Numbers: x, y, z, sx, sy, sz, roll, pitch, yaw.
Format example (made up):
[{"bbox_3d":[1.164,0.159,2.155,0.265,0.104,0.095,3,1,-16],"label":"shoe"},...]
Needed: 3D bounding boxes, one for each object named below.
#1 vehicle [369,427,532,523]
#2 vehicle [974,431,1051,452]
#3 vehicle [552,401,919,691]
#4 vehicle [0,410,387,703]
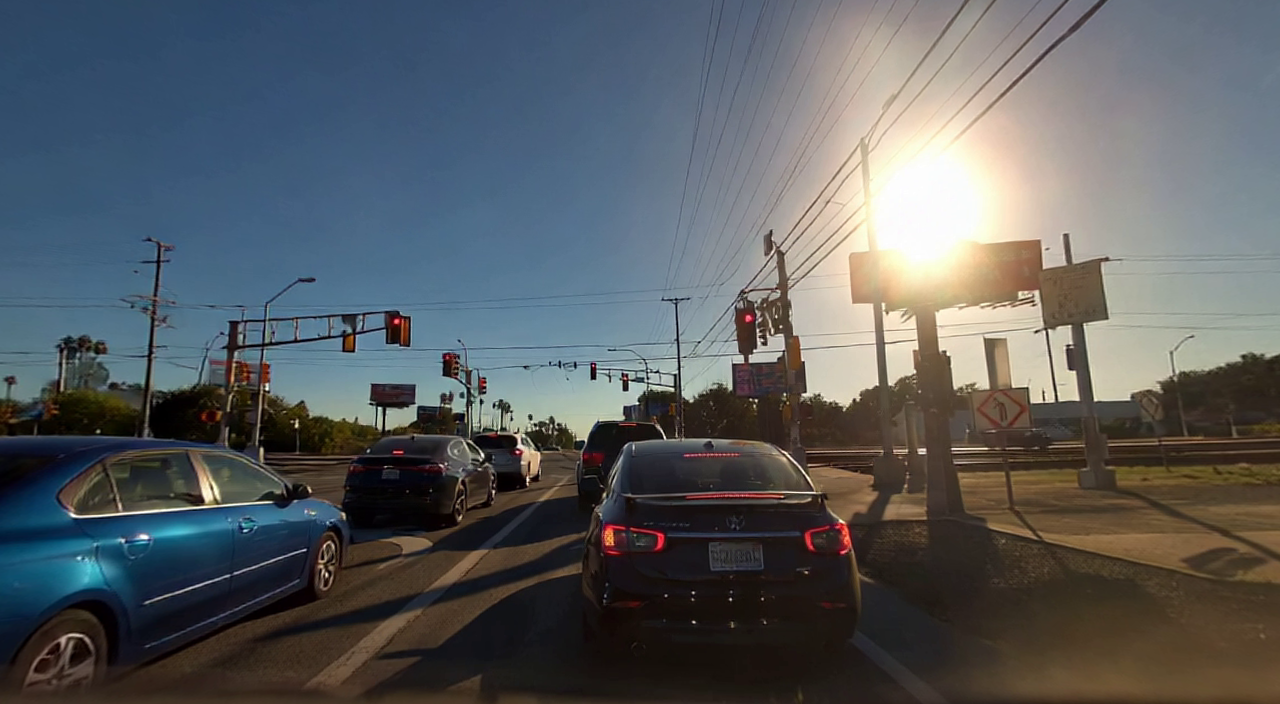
[{"bbox_3d":[-3.357,2.260,12.086,1.984,1.505,3.982,0,-9,-2],"label":"vehicle"},{"bbox_3d":[27.473,6.607,46.667,4.453,1.476,1.887,0,-9,0],"label":"vehicle"},{"bbox_3d":[0.405,1.337,5.460,1.998,1.529,3.960,1,-9,-4],"label":"vehicle"},{"bbox_3d":[-3.710,1.251,4.453,1.956,1.468,4.585,0,-9,0],"label":"vehicle"}]
